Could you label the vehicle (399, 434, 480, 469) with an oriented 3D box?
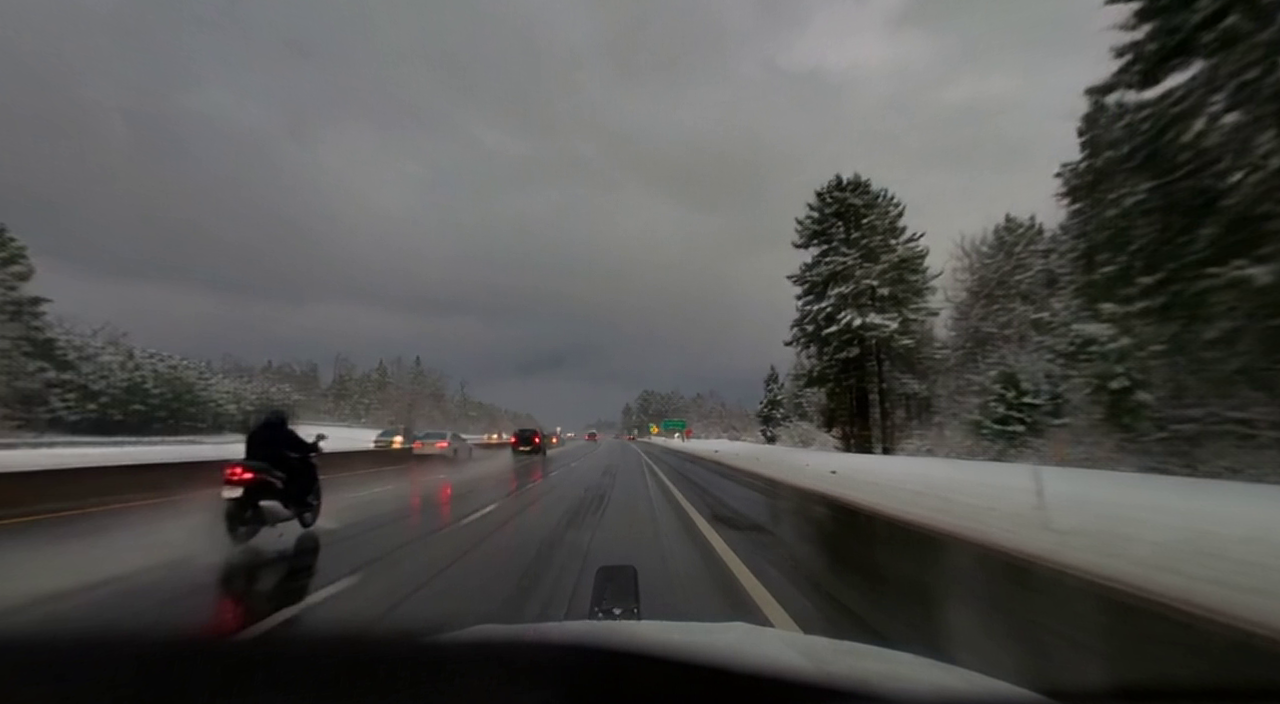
[{"bbox_3d":[-8.692,4.324,27.798,2.053,1.409,4.704,0,-8,-1],"label":"vehicle"}]
